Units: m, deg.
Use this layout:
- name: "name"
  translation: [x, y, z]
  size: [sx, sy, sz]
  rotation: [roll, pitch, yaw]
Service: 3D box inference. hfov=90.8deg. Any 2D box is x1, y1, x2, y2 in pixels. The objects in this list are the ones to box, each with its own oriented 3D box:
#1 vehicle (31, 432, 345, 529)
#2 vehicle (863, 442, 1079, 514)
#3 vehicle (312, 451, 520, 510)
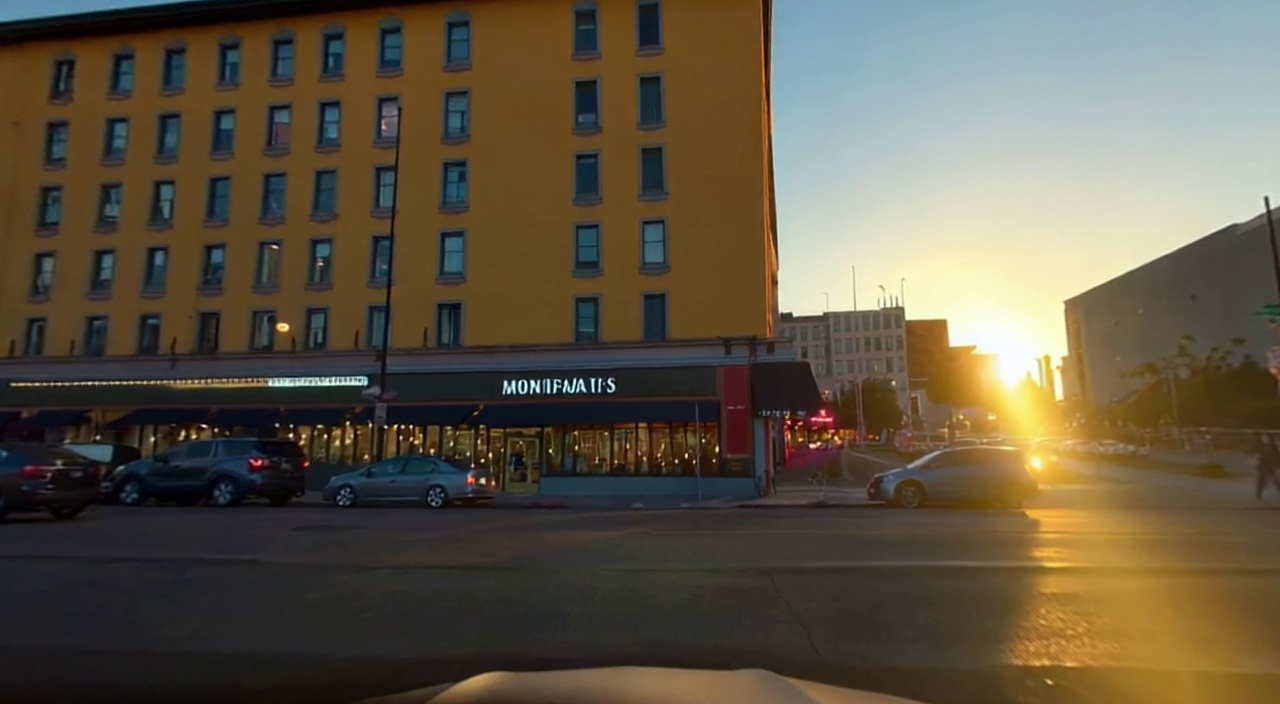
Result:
- name: "vehicle"
  translation: [-7.742, 2.171, 11.009]
  size: [4.330, 1.458, 1.932]
  rotation: [-2, -9, 12]
- name: "vehicle"
  translation: [8.230, 3.170, 16.081]
  size: [4.410, 1.687, 1.834]
  rotation: [-1, -9, 3]
- name: "vehicle"
  translation: [-5.834, 3.363, 16.800]
  size: [4.830, 1.421, 1.826]
  rotation: [-1, -9, 6]
